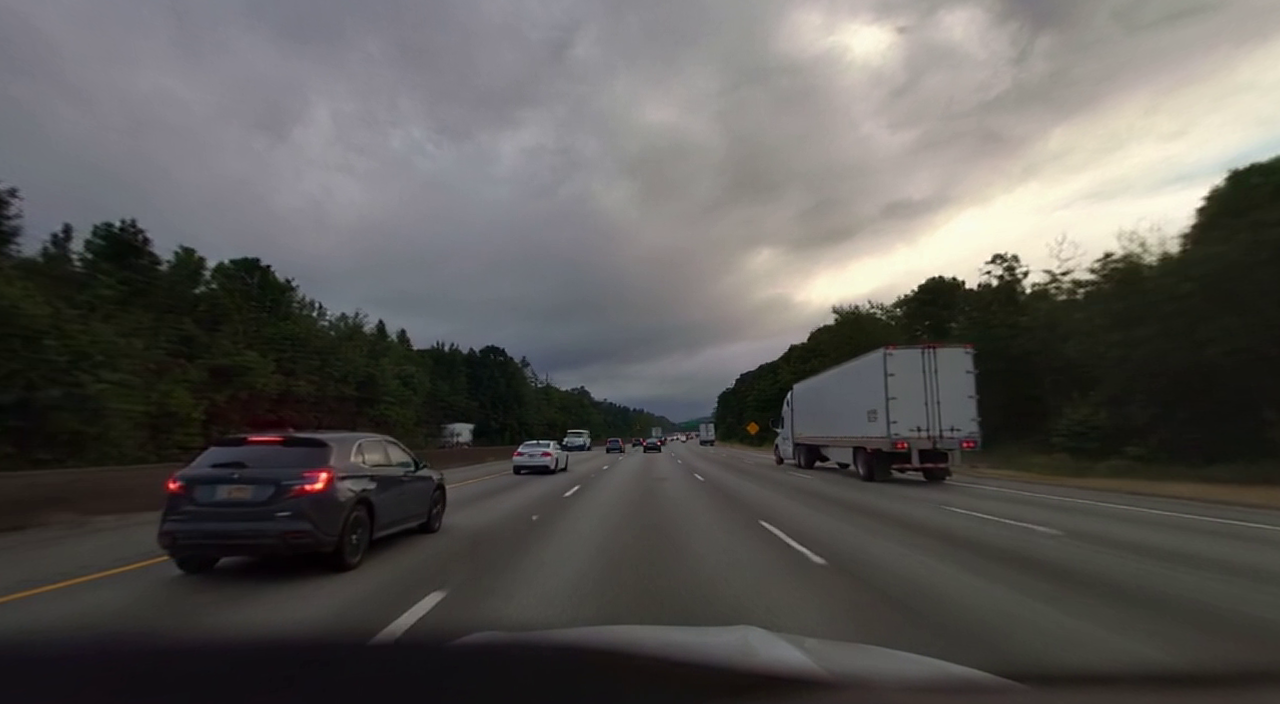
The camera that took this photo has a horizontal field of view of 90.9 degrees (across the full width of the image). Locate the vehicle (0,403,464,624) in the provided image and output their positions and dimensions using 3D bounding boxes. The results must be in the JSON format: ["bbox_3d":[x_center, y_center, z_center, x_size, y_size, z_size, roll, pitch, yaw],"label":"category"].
[{"bbox_3d":[-3.602,1.474,6.806,2.137,1.618,4.209,0,-8,1],"label":"vehicle"}]

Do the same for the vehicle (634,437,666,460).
[{"bbox_3d":[0.614,6.328,41.494,2.004,1.465,3.842,0,-8,0],"label":"vehicle"}]

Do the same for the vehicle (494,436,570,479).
[{"bbox_3d":[-3.912,3.866,23.518,2.013,1.460,4.027,0,-8,1],"label":"vehicle"}]

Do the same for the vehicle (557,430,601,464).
[{"bbox_3d":[-3.395,5.412,36.020,2.064,1.826,4.263,0,-8,1],"label":"vehicle"}]

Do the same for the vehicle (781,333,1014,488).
[{"bbox_3d":[8.312,2.461,23.635,2.866,4.100,14.057,0,-8,0],"label":"vehicle"}]
